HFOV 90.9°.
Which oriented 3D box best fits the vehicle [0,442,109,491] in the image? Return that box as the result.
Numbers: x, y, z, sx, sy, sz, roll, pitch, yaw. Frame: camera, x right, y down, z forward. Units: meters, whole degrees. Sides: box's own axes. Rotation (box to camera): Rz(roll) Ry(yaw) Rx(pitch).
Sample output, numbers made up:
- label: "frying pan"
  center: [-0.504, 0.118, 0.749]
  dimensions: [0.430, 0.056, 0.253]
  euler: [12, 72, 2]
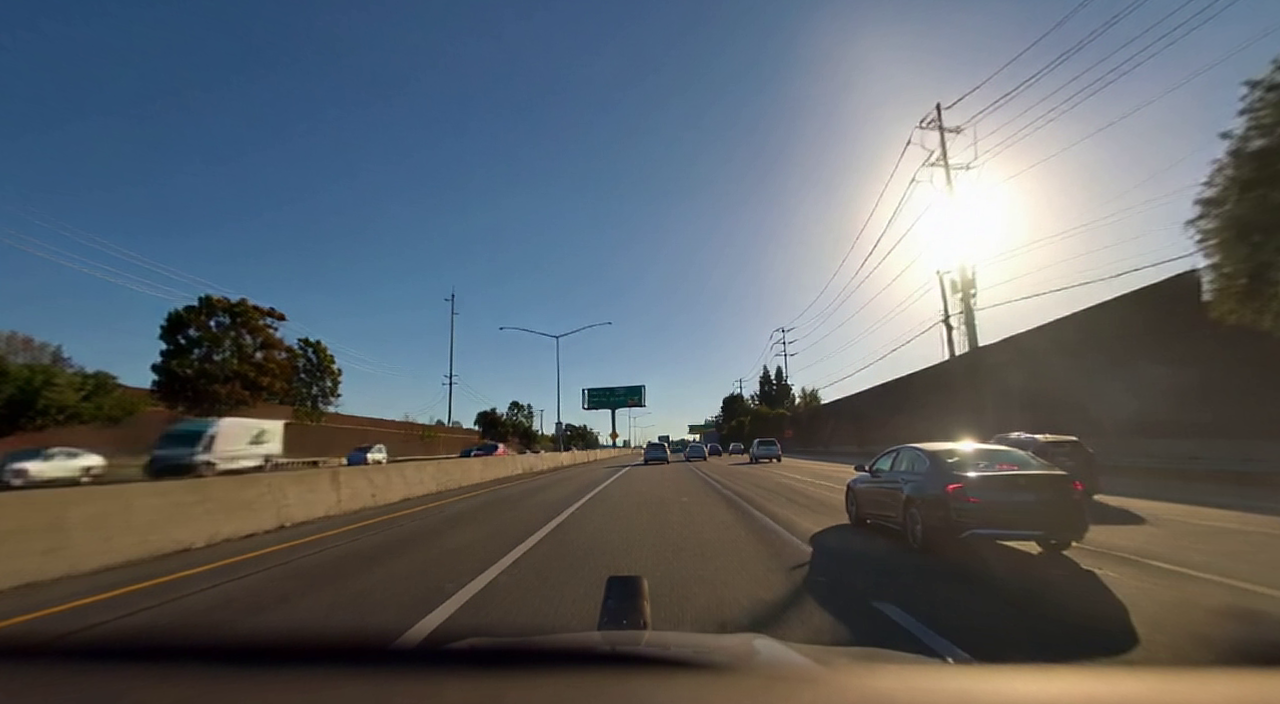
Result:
- label: "vehicle"
  center: [-20.911, 3.831, 21.417]
  dimensions: [1.856, 1.503, 4.367]
  euler: [0, -8, 1]

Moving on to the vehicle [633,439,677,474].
- label: "vehicle"
  center: [0.742, 5.178, 31.473]
  dimensions: [2.042, 1.581, 3.769]
  euler: [0, -8, 1]

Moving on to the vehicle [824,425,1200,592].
- label: "vehicle"
  center: [3.975, 1.726, 7.901]
  dimensions: [1.986, 1.478, 4.429]
  euler: [0, -8, 0]

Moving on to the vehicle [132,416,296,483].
- label: "vehicle"
  center: [-17.035, 3.953, 25.779]
  dimensions: [2.354, 2.415, 5.937]
  euler: [0, -8, 2]

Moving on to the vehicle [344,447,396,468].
- label: "vehicle"
  center: [-20.201, 7.906, 47.334]
  dimensions: [1.839, 1.459, 4.244]
  euler: [0, -8, 2]

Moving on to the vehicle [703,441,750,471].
- label: "vehicle"
  center: [4.468, 5.431, 33.049]
  dimensions: [1.936, 1.465, 4.060]
  euler: [0, -8, 1]

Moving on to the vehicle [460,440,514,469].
- label: "vehicle"
  center: [-9.366, 6.301, 39.025]
  dimensions: [1.984, 1.635, 4.525]
  euler: [0, -8, 3]

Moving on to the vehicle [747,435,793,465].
- label: "vehicle"
  center: [8.338, 6.313, 40.836]
  dimensions: [2.041, 1.821, 4.562]
  euler: [0, -8, 1]
